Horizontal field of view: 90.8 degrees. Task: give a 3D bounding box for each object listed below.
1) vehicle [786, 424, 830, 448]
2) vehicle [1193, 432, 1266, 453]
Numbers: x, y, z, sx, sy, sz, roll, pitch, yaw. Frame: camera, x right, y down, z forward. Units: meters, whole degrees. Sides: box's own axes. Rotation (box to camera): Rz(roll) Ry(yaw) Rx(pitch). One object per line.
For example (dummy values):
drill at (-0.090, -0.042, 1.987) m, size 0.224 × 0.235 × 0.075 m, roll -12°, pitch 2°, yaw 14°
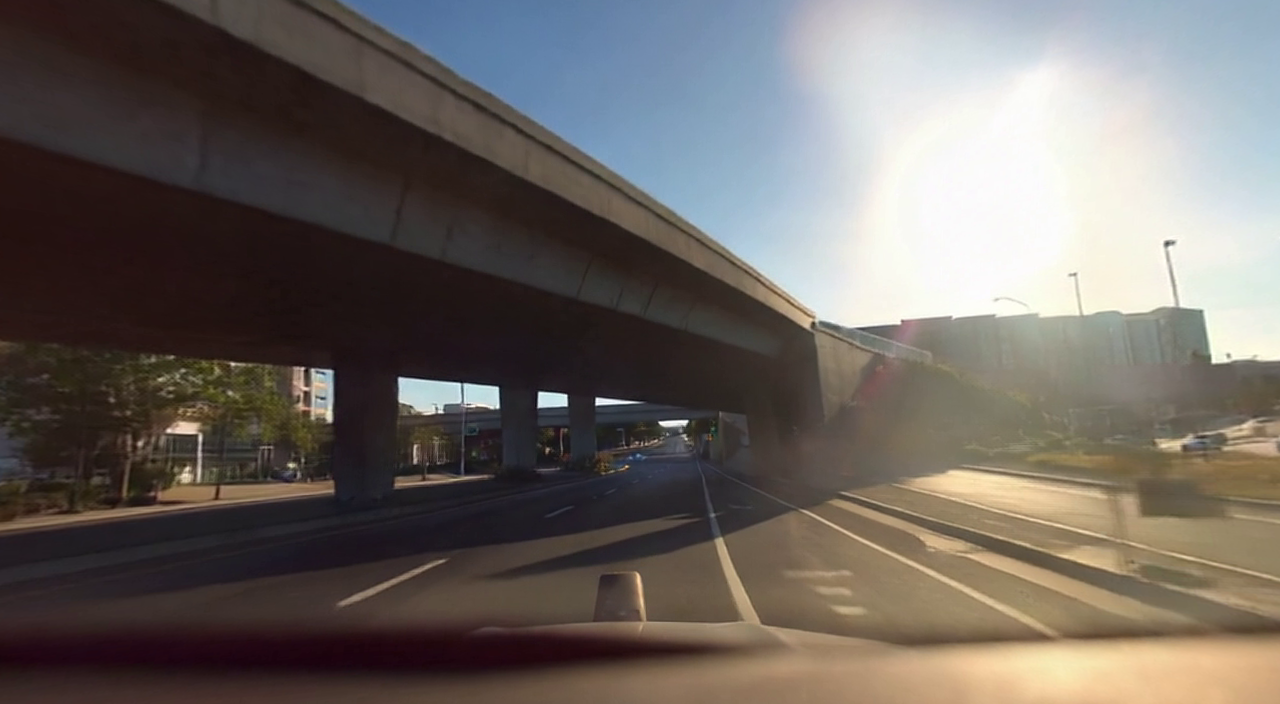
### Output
vehicle at (11.332, 5.737, 42.806) m, size 2.048 × 1.516 × 3.874 m, roll -1°, pitch -8°, yaw 2°
vehicle at (43.495, 6.708, 46.671) m, size 1.812 × 1.481 × 3.505 m, roll 1°, pitch -8°, yaw -6°
